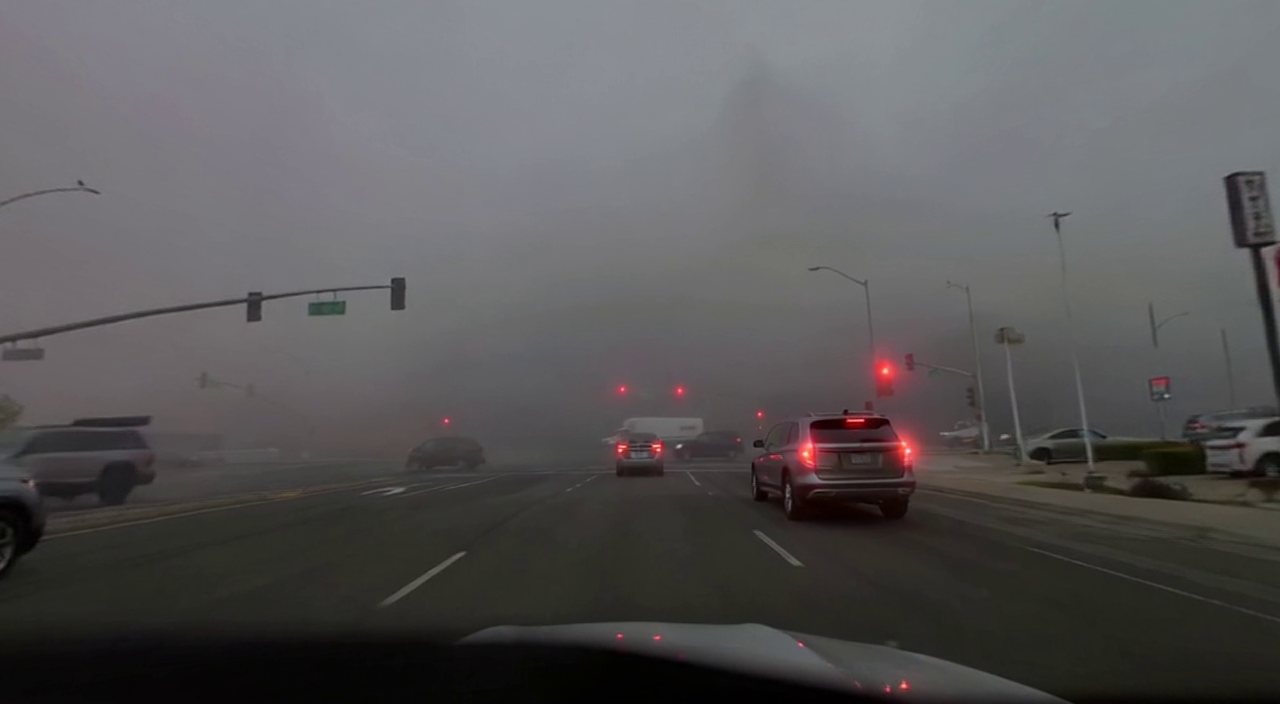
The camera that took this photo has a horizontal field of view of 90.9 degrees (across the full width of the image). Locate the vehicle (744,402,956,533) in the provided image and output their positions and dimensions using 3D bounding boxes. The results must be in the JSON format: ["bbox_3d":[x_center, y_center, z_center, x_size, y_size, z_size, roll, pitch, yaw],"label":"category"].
[{"bbox_3d":[3.234,1.901,10.841,2.083,1.779,4.347,0,-8,-1],"label":"vehicle"}]

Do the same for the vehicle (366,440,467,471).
[{"bbox_3d":[-11.626,5.410,33.133,1.835,1.485,4.788,-5,-10,32],"label":"vehicle"}]

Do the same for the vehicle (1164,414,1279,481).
[{"bbox_3d":[15.837,2.373,15.685,3.793,1.549,2.010,0,-8,-2],"label":"vehicle"}]

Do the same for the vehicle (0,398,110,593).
[{"bbox_3d":[-6.932,1.125,4.466,2.011,1.774,4.866,0,-8,1],"label":"vehicle"}]

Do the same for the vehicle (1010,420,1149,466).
[{"bbox_3d":[16.797,3.489,24.233,3.848,1.674,1.887,0,-8,2],"label":"vehicle"}]

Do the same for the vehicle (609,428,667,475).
[{"bbox_3d":[-0.030,3.893,24.801,2.067,1.702,3.987,0,-8,1],"label":"vehicle"}]
